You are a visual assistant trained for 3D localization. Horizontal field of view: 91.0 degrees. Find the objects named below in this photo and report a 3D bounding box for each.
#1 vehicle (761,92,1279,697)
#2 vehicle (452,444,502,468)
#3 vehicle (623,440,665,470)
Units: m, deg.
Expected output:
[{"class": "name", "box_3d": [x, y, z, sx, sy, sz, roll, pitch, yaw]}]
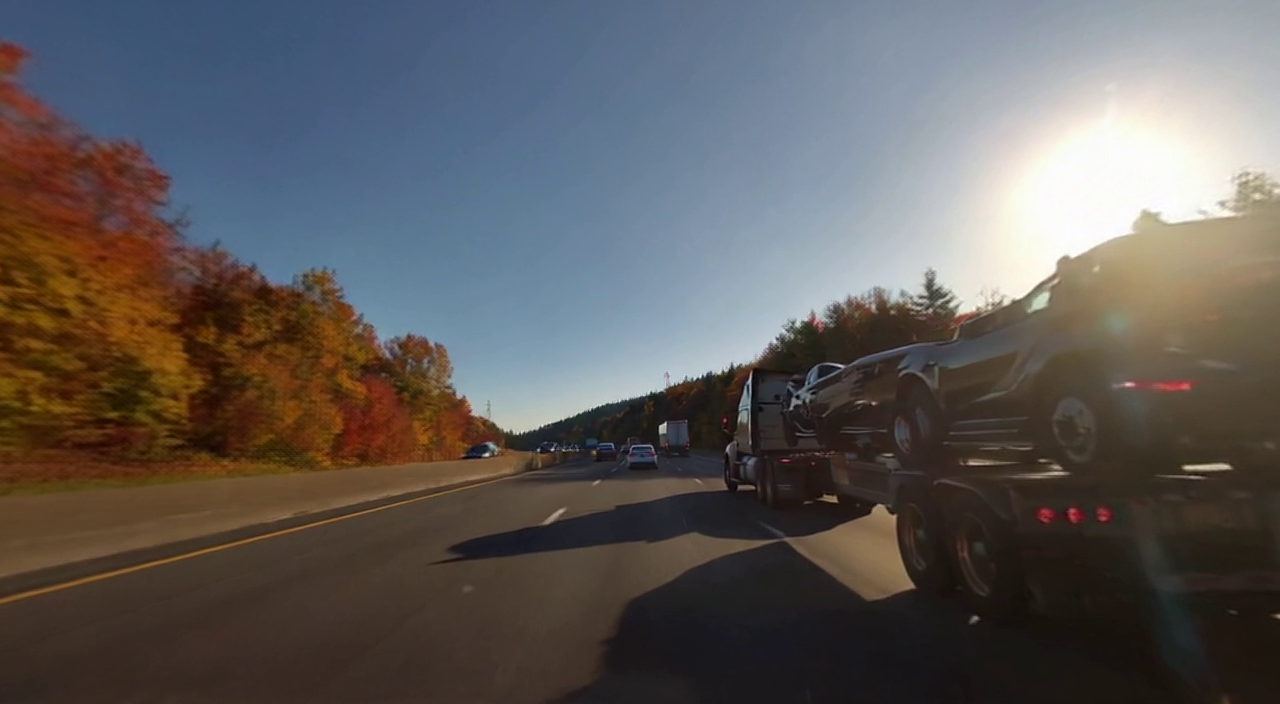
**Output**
[{"class": "vehicle", "box_3d": [4.778, 1.064, 9.848, 3.150, 3.257, 13.098, 0, -8, 0]}, {"class": "vehicle", "box_3d": [-10.408, 6.664, 40.546, 1.934, 1.497, 4.356, 0, -8, 1]}, {"class": "vehicle", "box_3d": [0.231, 5.584, 34.256, 2.152, 1.484, 4.211, 0, -8, 1]}]
